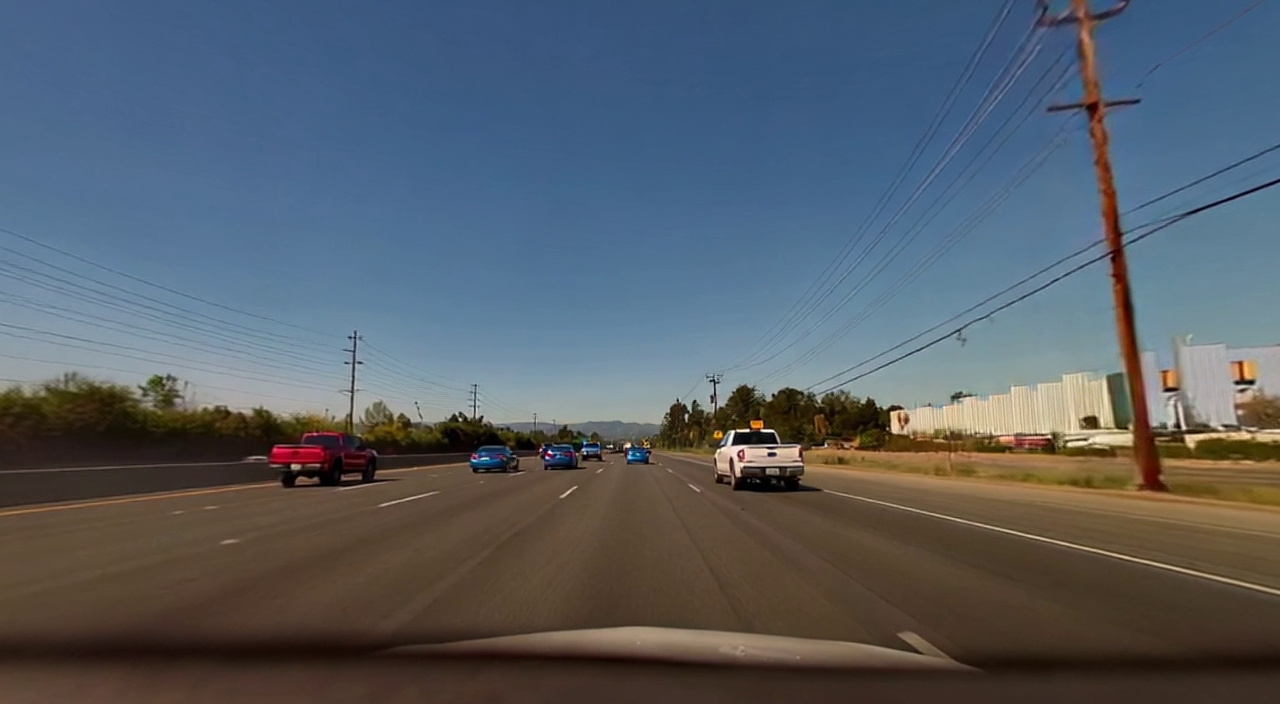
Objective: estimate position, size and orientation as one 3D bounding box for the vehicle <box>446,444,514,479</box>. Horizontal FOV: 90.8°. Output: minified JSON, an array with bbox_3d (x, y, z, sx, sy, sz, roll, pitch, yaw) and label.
[{"bbox_3d":[-7.417,5.086,29.788,1.959,1.496,4.740,0,-8,0],"label":"vehicle"}]

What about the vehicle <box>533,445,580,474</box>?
[{"bbox_3d":[-4.416,5.749,33.991,1.938,1.444,4.206,0,-8,0],"label":"vehicle"}]

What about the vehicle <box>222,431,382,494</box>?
[{"bbox_3d":[-11.394,3.784,22.037,2.317,1.881,5.903,0,-8,0],"label":"vehicle"}]

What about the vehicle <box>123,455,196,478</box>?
[{"bbox_3d":[-34.361,8.186,45.344,1.809,1.480,4.444,0,-9,0],"label":"vehicle"}]

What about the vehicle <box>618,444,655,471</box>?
[{"bbox_3d":[-0.232,6.193,37.400,2.030,1.471,4.115,0,-8,-1],"label":"vehicle"}]

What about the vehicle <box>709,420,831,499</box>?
[{"bbox_3d":[3.468,3.008,18.055,2.231,1.919,5.086,0,-8,-2],"label":"vehicle"}]
